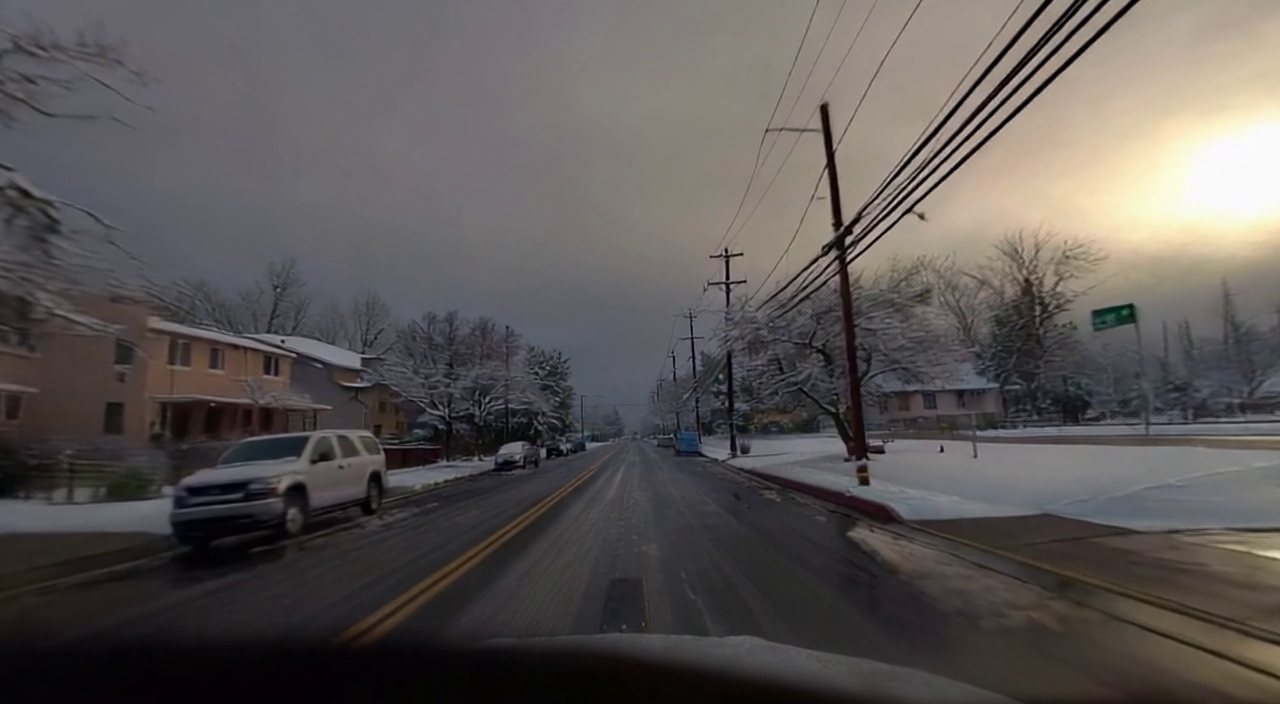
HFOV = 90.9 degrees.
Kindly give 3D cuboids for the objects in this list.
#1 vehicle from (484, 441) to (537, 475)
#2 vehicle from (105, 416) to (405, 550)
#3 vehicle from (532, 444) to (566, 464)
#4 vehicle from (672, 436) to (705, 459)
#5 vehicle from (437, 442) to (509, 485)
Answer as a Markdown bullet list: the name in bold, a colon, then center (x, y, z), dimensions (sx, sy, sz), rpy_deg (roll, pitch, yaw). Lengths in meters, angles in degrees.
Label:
- **vehicle**: center (-6.703, 5.520, 33.172), dimensions (1.887, 1.514, 4.436), rpy_deg (-1, -6, 0)
- **vehicle**: center (-6.905, 2.351, 12.535), dimensions (2.144, 1.955, 6.159), rpy_deg (0, -7, -1)
- **vehicle**: center (-6.921, 7.751, 48.220), dimensions (1.805, 1.431, 4.646), rpy_deg (0, -8, 1)
- **vehicle**: center (3.247, 6.496, 42.926), dimensions (1.943, 1.469, 4.504), rpy_deg (0, -8, 0)
- **vehicle**: center (-7.018, 4.707, 27.035), dimensions (1.852, 1.510, 4.812), rpy_deg (-1, -7, 0)
